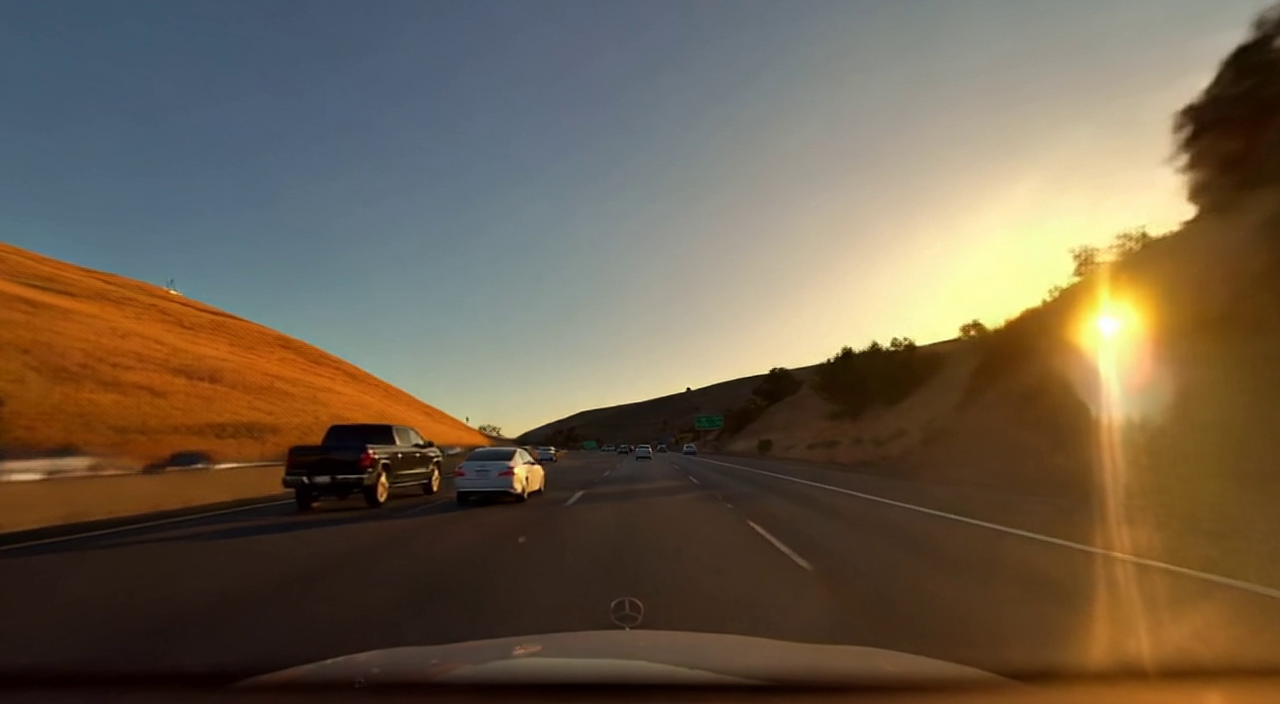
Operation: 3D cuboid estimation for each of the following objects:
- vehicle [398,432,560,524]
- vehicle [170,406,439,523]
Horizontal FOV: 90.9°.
[{"bbox_3d":[-3.063,2.508,13.159,2.091,1.552,4.516,0,-9,2],"label":"vehicle"},{"bbox_3d":[-6.978,2.472,14.392,2.589,2.063,6.206,-1,-8,2],"label":"vehicle"}]
